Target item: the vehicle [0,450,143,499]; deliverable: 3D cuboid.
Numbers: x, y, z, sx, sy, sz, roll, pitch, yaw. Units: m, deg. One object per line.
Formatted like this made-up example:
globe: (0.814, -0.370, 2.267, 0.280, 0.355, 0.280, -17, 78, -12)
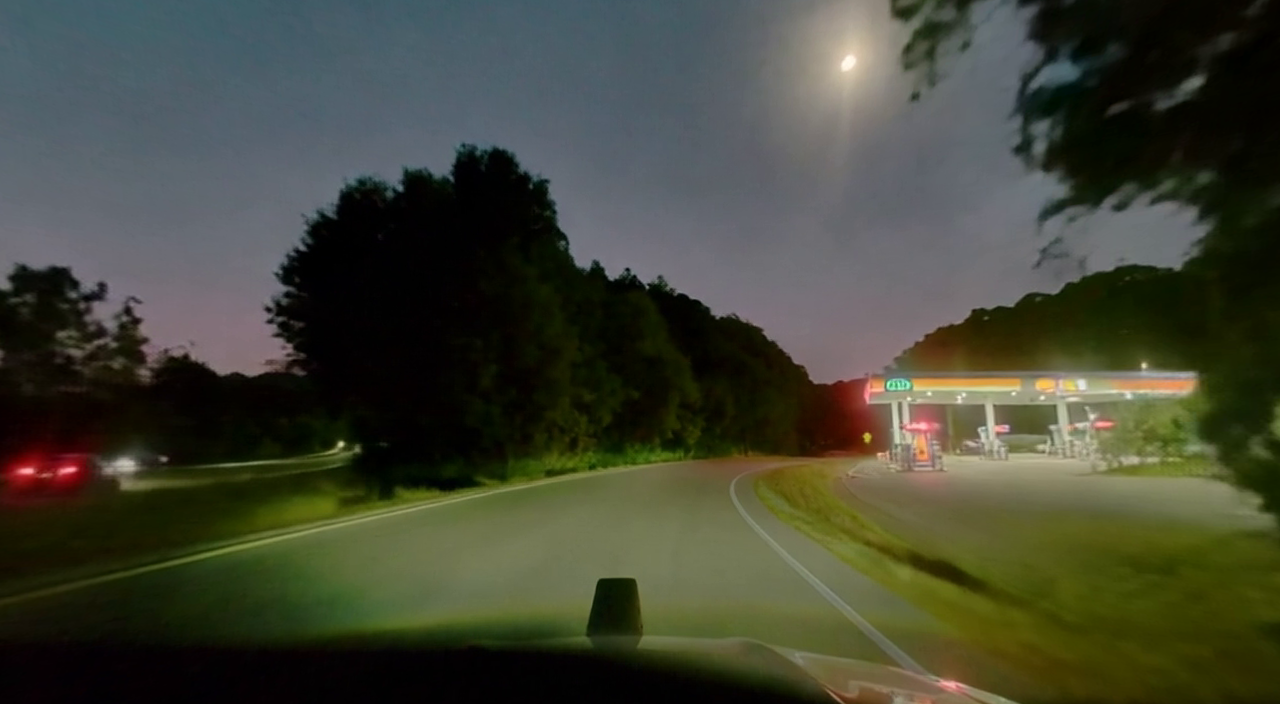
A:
vehicle: (-20.306, 4.317, 22.612, 2.015, 1.517, 4.991, 2, -10, -16)
